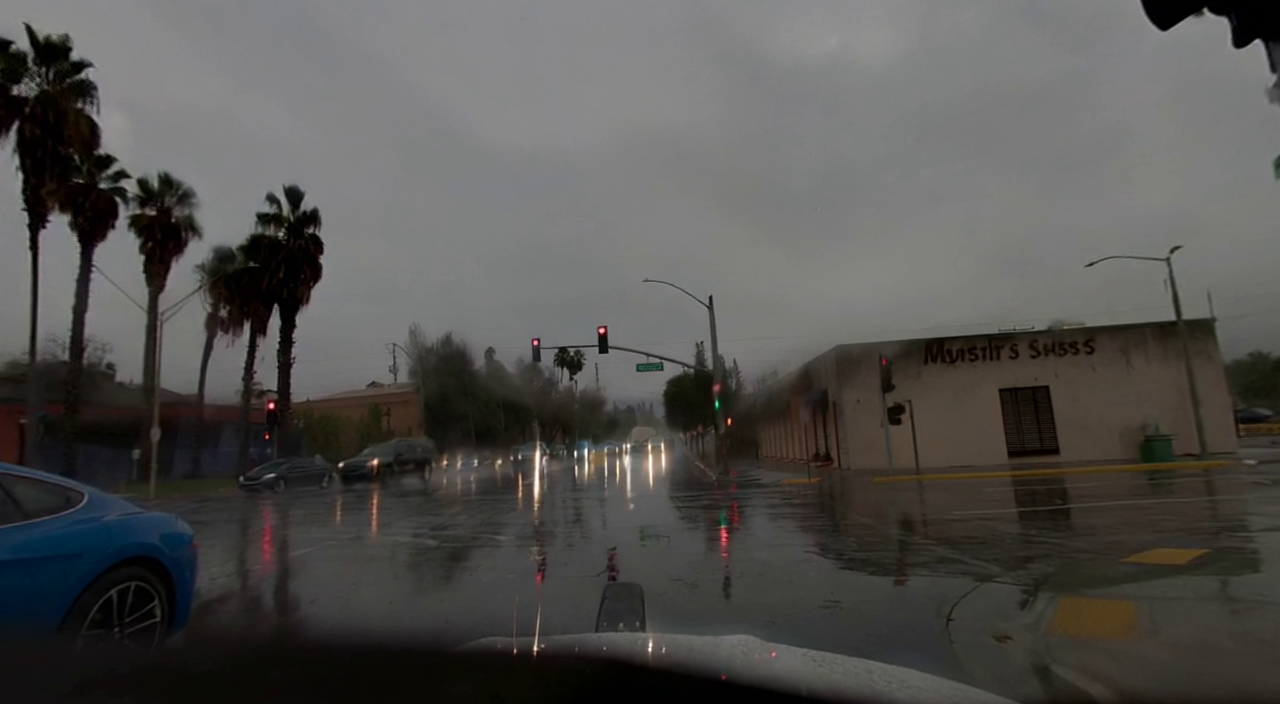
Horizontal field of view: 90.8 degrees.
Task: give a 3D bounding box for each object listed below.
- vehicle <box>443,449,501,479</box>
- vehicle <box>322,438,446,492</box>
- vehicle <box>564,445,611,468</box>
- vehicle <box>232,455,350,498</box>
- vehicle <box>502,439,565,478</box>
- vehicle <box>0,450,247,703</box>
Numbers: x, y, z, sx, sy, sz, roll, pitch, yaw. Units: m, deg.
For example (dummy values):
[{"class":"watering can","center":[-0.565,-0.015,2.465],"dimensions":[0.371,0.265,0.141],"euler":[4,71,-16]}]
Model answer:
[{"class":"vehicle","center":[-10.988,7.338,41.642],"dimensions":[1.870,1.705,4.426],"euler":[-7,-10,11]},{"class":"vehicle","center":[-9.573,4.263,24.267],"dimensions":[2.152,1.825,5.406],"euler":[-1,-9,4]},{"class":"vehicle","center":[-3.513,7.078,42.935],"dimensions":[1.839,1.468,4.549],"euler":[-2,-9,13]},{"class":"vehicle","center":[-13.299,4.748,24.427],"dimensions":[1.880,1.440,4.418],"euler":[-1,-9,3]},{"class":"vehicle","center":[-5.027,5.093,30.538],"dimensions":[2.092,1.709,4.775],"euler":[0,-9,2]},{"class":"vehicle","center":[-3.706,1.025,2.256],"dimensions":[1.850,1.325,4.295],"euler":[0,-9,0]}]
